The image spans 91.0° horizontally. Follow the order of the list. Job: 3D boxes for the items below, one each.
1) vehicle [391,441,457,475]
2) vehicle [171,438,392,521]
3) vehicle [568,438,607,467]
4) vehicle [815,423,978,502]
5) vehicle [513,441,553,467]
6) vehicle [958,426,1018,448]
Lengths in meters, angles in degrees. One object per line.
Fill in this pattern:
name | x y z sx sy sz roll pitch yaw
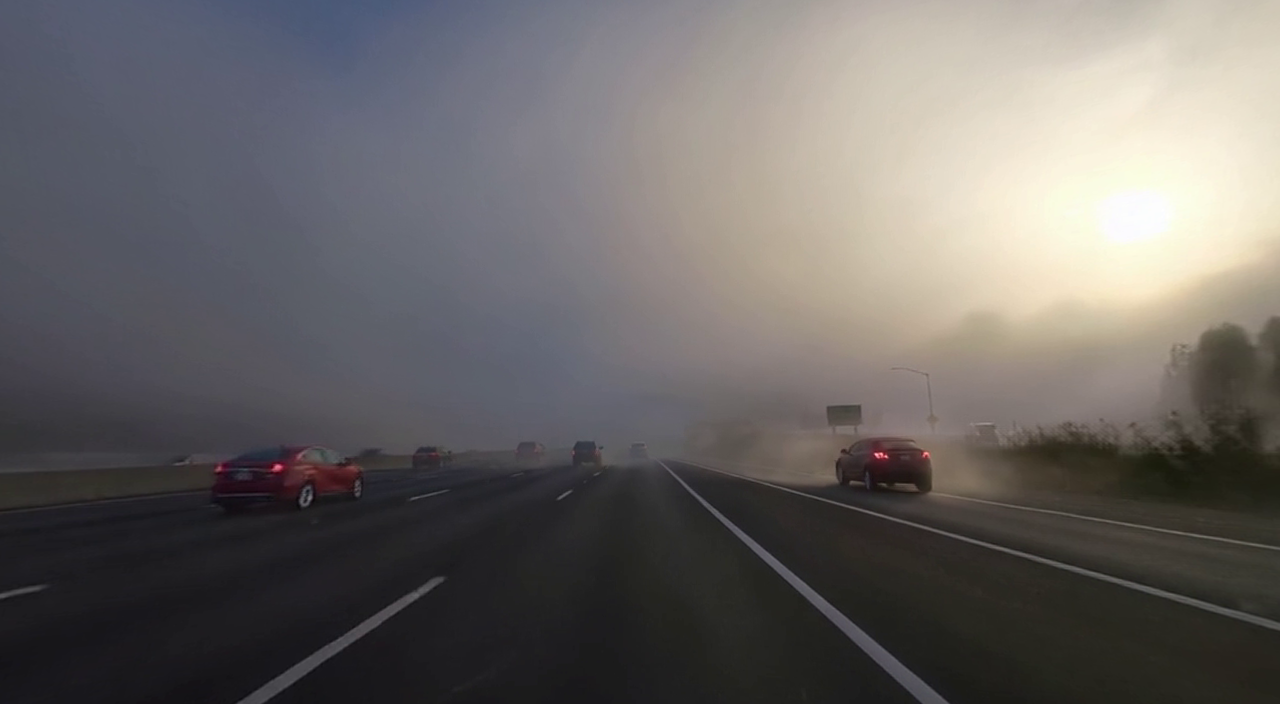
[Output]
vehicle | -11.392 5.603 33.494 1.958 1.633 4.302 0 -9 0
vehicle | -7.478 2.688 13.874 2.071 1.486 4.703 0 -9 0
vehicle | -3.729 7.285 45.649 2.288 1.962 5.119 0 -9 1
vehicle | 6.638 2.945 17.062 2.259 1.816 4.862 0 -9 -1
vehicle | -7.815 7.470 46.269 2.087 1.755 4.457 0 -9 1
vehicle | 25.925 6.385 47.025 1.884 1.571 4.352 0 -9 -1
